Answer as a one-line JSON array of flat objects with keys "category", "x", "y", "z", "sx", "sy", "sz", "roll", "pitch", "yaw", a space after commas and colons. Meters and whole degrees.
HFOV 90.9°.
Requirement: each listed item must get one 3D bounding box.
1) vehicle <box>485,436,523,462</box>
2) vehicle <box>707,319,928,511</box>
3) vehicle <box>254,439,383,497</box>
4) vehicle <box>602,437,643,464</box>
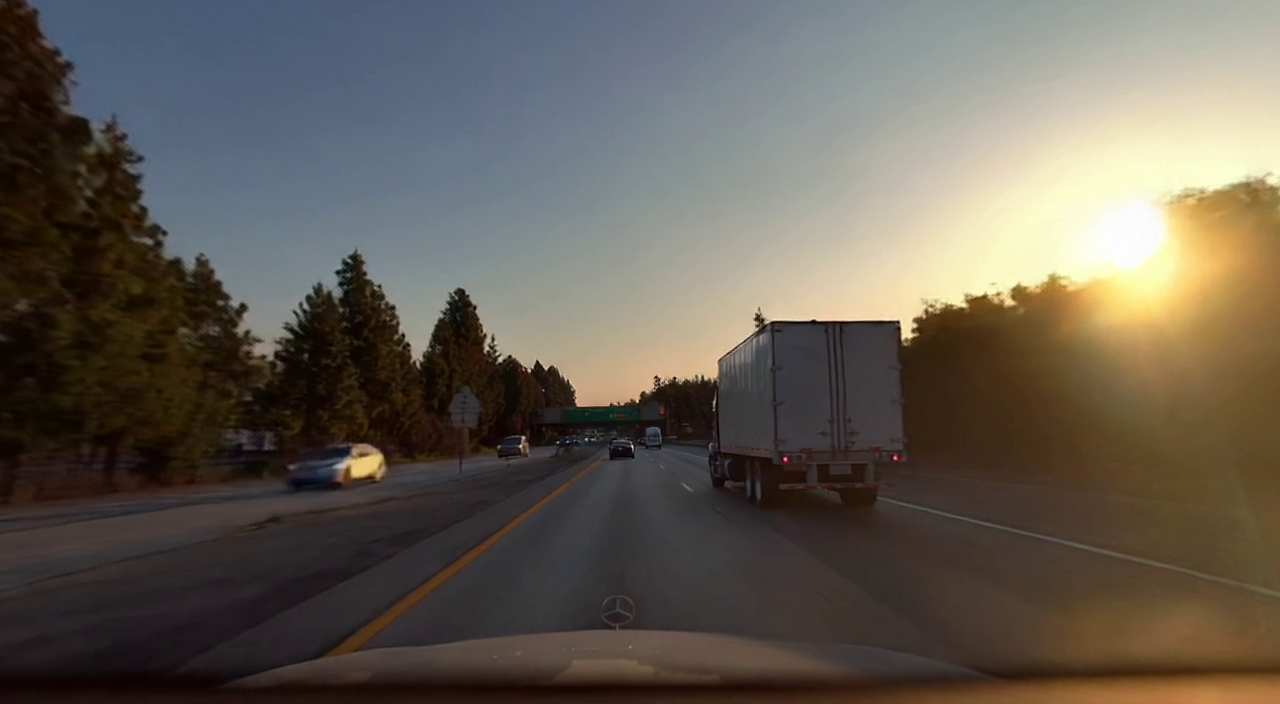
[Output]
[{"category": "vehicle", "x": -9.875, "y": 7.040, "z": 46.058, "sx": 1.985, "sy": 1.746, "sz": 3.918, "roll": 0, "pitch": -7, "yaw": -1}, {"category": "vehicle", "x": 3.667, "y": 1.663, "z": 15.686, "sx": 2.921, "sy": 3.526, "sz": 8.207, "roll": 0, "pitch": -7, "yaw": -1}, {"category": "vehicle", "x": -9.927, "y": 3.564, "z": 19.879, "sx": 1.963, "sy": 1.573, "sz": 3.985, "roll": 0, "pitch": -7, "yaw": -1}, {"category": "vehicle", "x": -1.025, "y": 5.684, "z": 36.732, "sx": 2.259, "sy": 1.466, "sz": 3.693, "roll": 0, "pitch": -7, "yaw": -1}]
